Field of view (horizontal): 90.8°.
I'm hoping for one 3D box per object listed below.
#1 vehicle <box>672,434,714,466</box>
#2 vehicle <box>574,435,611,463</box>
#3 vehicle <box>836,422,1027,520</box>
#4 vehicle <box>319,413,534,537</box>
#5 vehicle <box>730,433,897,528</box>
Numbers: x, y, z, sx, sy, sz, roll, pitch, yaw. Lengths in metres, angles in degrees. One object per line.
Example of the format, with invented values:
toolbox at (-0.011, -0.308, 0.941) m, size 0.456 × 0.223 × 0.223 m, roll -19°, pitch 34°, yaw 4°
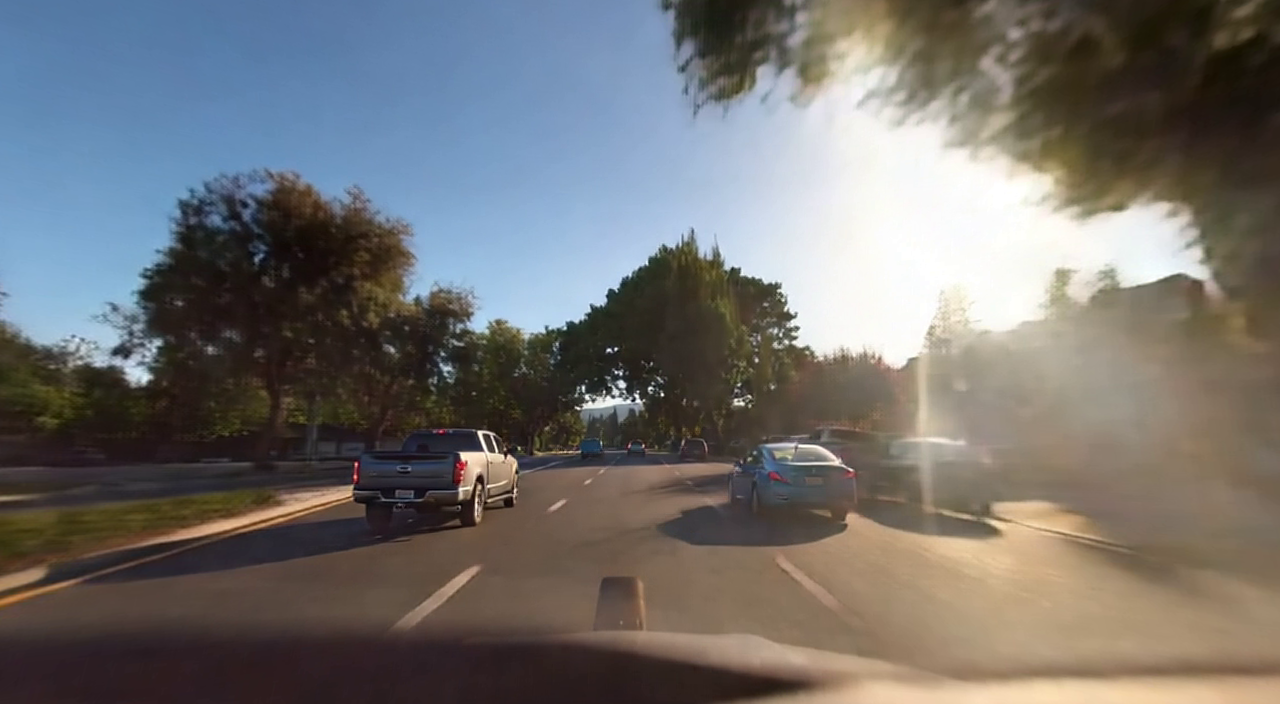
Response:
vehicle at (3.208, 6.033, 39.146) m, size 2.099 × 1.845 × 4.363 m, roll 0°, pitch -8°, yaw -2°
vehicle at (-3.279, 6.747, 44.082) m, size 2.218 × 1.829 × 4.492 m, roll 0°, pitch -8°, yaw 0°
vehicle at (6.334, 2.624, 14.554) m, size 2.031 × 1.837 × 4.822 m, roll 0°, pitch -8°, yaw -1°
vehicle at (-3.490, 2.134, 11.705) m, size 2.111 × 1.745 × 5.274 m, roll 0°, pitch -8°, yaw 0°
vehicle at (3.032, 2.324, 12.076) m, size 1.884 × 1.463 × 4.195 m, roll 0°, pitch -8°, yaw -2°
